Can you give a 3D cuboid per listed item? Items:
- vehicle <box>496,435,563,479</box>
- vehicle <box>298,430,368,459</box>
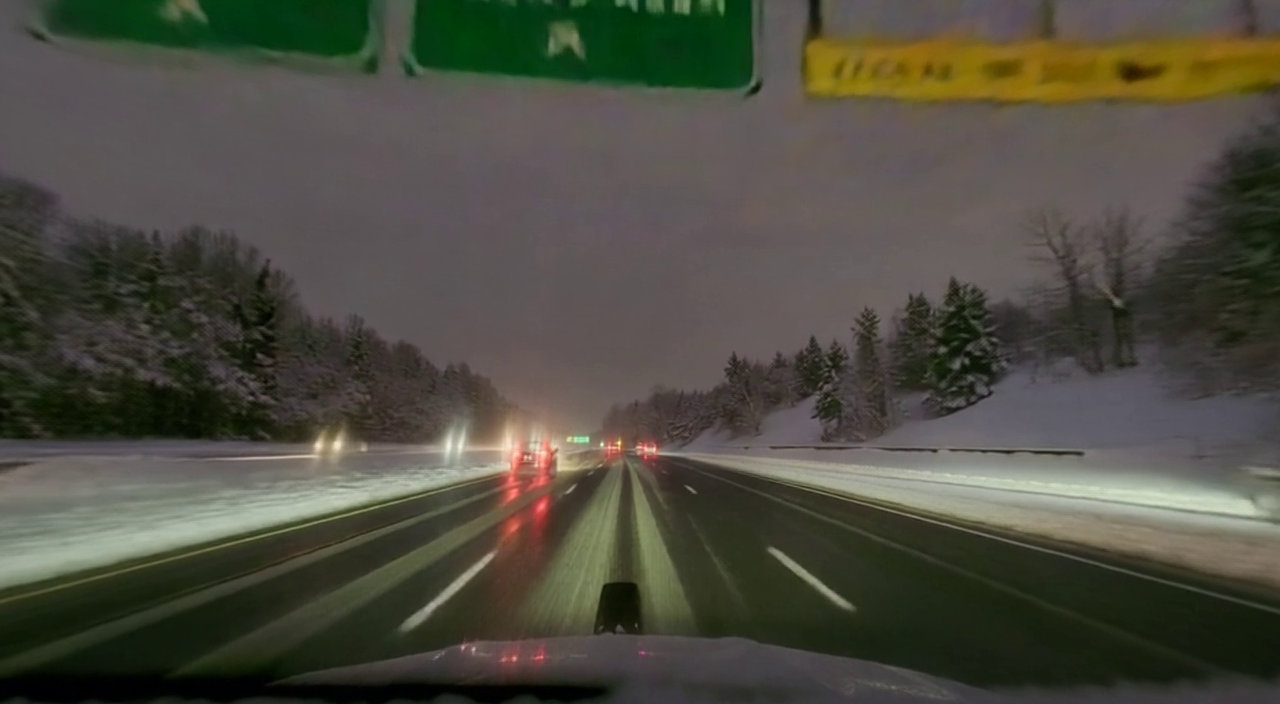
[{"bbox_3d":[-4.438,4.271,25.721,2.071,1.615,3.868,0,-9,-1],"label":"vehicle"},{"bbox_3d":[-17.444,5.286,35.841,1.846,1.533,4.317,0,-9,-1],"label":"vehicle"}]
